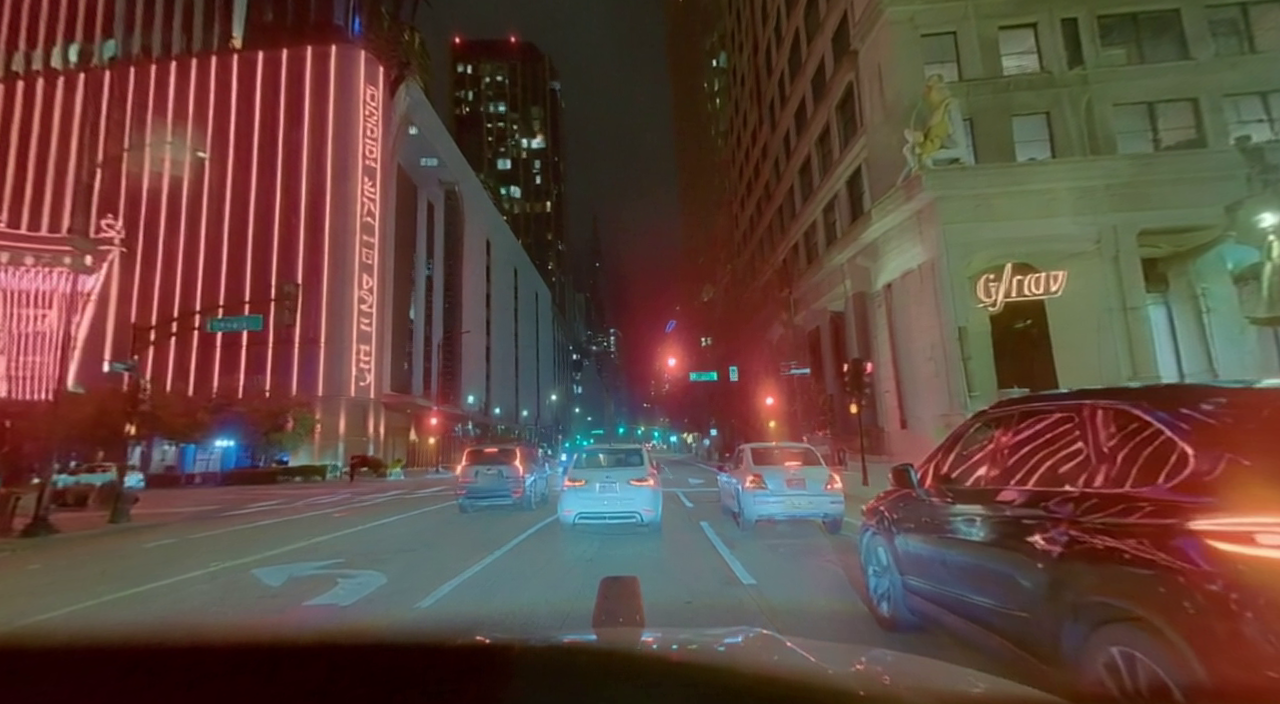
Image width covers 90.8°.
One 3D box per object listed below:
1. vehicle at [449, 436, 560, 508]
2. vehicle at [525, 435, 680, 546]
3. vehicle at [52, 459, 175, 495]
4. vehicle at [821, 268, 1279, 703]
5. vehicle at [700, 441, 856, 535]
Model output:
[{"bbox_3d":[-3.451,3.148,17.113,2.045,1.633,4.864,0,-9,-1],"label":"vehicle"},{"bbox_3d":[-0.522,2.190,10.672,2.096,1.492,4.071,0,-9,0],"label":"vehicle"},{"bbox_3d":[-27.795,6.581,33.498,4.612,1.752,1.953,0,-9,-4],"label":"vehicle"},{"bbox_3d":[2.650,0.937,3.244,2.096,1.775,4.440,0,-9,0],"label":"vehicle"},{"bbox_3d":[2.341,2.433,11.958,1.943,1.449,4.202,0,-9,-1],"label":"vehicle"}]
